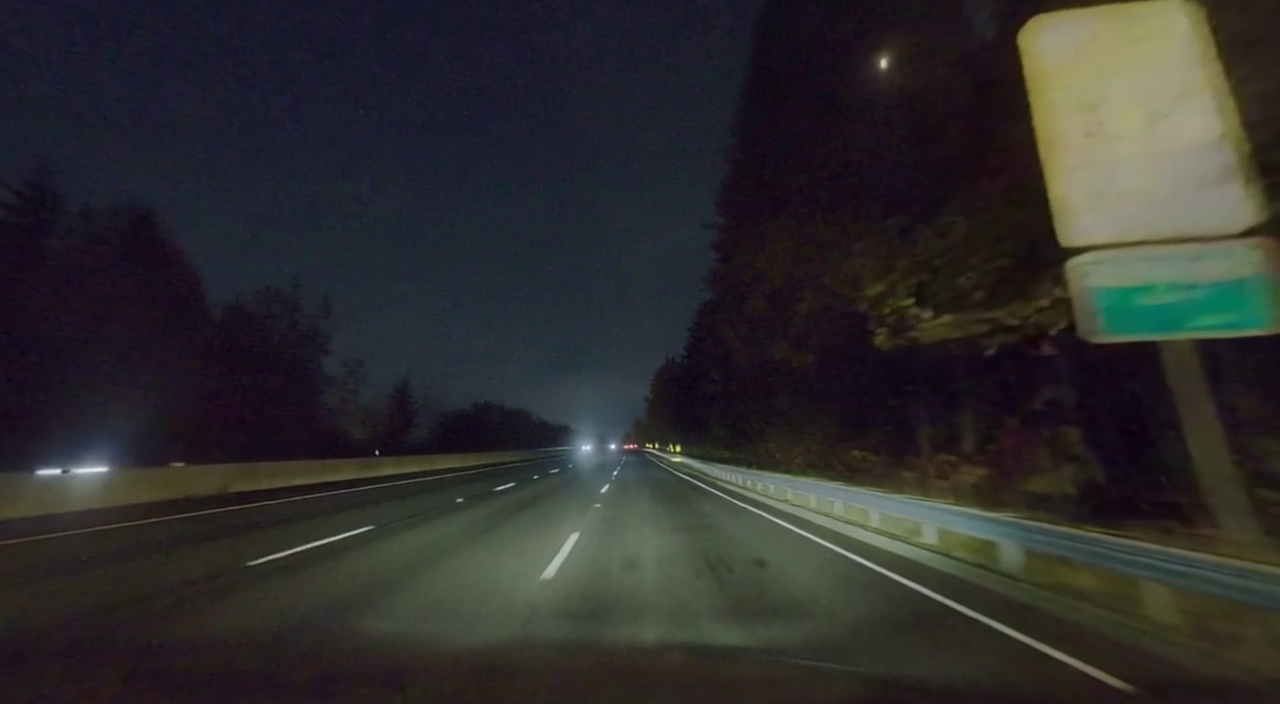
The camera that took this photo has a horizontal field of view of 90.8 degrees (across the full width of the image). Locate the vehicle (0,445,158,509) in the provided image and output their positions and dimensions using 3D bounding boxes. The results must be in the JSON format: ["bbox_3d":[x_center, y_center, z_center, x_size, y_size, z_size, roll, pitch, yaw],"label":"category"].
[{"bbox_3d":[-15.721,3.297,17.102,1.912,1.509,4.292,0,-9,-1],"label":"vehicle"}]
